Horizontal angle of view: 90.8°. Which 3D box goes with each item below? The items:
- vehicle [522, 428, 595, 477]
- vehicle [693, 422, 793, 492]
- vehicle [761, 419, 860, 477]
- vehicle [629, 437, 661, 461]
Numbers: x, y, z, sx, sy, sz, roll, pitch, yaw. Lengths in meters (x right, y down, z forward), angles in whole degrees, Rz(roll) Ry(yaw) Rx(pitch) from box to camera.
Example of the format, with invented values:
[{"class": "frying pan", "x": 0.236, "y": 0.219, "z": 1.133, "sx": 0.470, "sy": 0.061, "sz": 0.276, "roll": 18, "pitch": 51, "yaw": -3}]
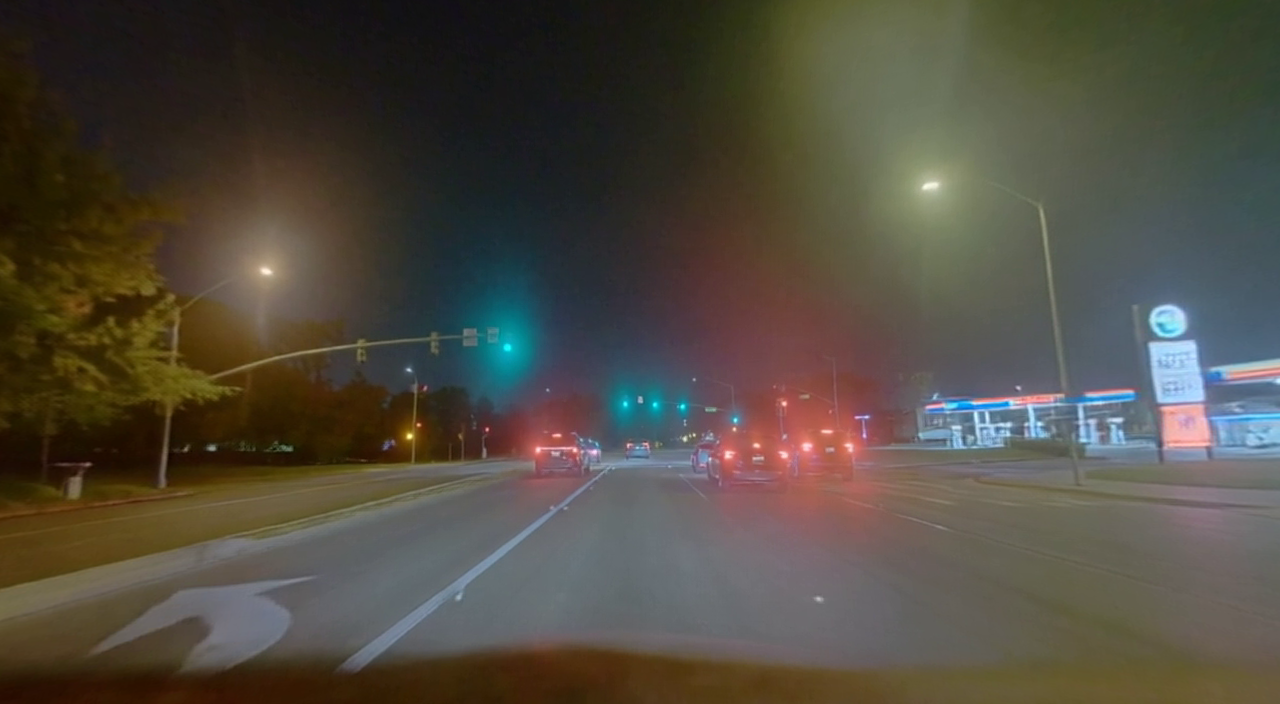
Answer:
[{"class": "vehicle", "x": -3.215, "y": 4.089, "z": 25.935, "sx": 2.261, "sy": 1.820, "sz": 4.255, "roll": 0, "pitch": -8, "yaw": 2}, {"class": "vehicle", "x": 2.870, "y": 3.076, "z": 18.825, "sx": 2.140, "sy": 1.800, "sz": 4.660, "roll": 0, "pitch": -8, "yaw": -1}, {"class": "vehicle", "x": 7.008, "y": 4.038, "z": 26.786, "sx": 2.510, "sy": 2.176, "sz": 5.527, "roll": 0, "pitch": -8, "yaw": -2}, {"class": "vehicle", "x": 0.332, "y": 6.924, "z": 45.114, "sx": 2.131, "sy": 1.665, "sz": 3.926, "roll": 0, "pitch": -8, "yaw": -2}]
